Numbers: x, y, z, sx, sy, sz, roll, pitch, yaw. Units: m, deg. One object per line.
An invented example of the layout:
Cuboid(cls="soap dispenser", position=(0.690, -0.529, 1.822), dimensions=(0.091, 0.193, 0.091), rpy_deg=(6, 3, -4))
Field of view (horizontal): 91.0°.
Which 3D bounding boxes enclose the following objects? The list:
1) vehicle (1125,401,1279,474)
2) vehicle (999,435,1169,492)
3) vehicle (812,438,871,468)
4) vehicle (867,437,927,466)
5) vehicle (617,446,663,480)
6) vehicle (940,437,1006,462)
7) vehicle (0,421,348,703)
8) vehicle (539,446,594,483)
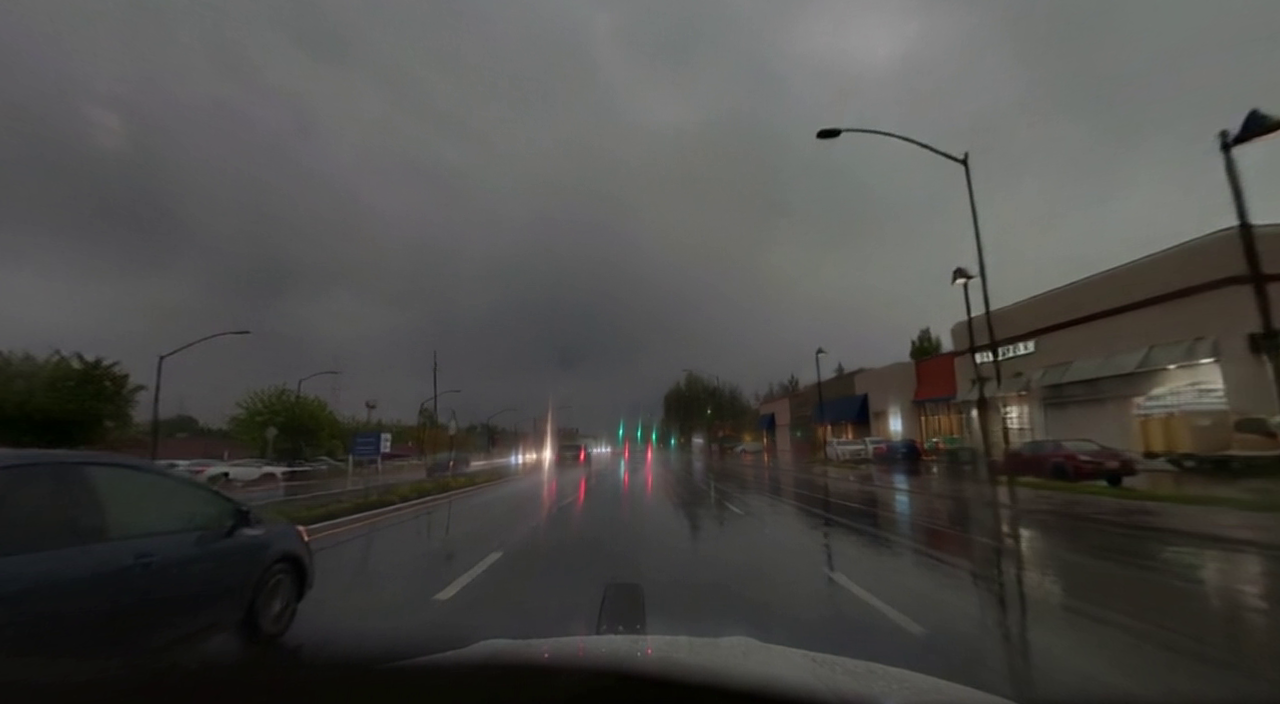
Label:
Cuboid(cls="vehicle", position=(20.039, 2.856, 20.951), dimensions=(5.511, 2.262, 2.351), rpy_deg=(-2, -9, 15))
Cuboid(cls="vehicle", position=(13.357, 3.385, 19.411), dimensions=(1.914, 1.523, 4.747), rpy_deg=(0, -9, 3))
Cuboid(cls="vehicle", position=(13.065, 6.585, 41.211), dimensions=(2.072, 1.769, 5.000), rpy_deg=(0, -9, -2))
Cuboid(cls="vehicle", position=(16.289, 6.359, 40.190), dimensions=(1.930, 1.713, 4.756), rpy_deg=(0, -9, 2))
Cuboid(cls="vehicle", position=(-0.022, 5.144, 29.403), dimensions=(2.019, 1.459, 4.005), rpy_deg=(0, -9, 0))
Cuboid(cls="vehicle", position=(21.537, 6.363, 40.934), dimensions=(1.807, 1.519, 4.550), rpy_deg=(0, -9, 1))
Cuboid(cls="vehicle", position=(-3.582, 1.144, 3.275), dimensions=(2.003, 1.488, 4.282), rpy_deg=(0, -9, 1))
Cuboid(cls="vehicle", position=(-3.263, 5.063, 28.646), dimensions=(1.939, 1.496, 4.309), rpy_deg=(0, -9, 1))
